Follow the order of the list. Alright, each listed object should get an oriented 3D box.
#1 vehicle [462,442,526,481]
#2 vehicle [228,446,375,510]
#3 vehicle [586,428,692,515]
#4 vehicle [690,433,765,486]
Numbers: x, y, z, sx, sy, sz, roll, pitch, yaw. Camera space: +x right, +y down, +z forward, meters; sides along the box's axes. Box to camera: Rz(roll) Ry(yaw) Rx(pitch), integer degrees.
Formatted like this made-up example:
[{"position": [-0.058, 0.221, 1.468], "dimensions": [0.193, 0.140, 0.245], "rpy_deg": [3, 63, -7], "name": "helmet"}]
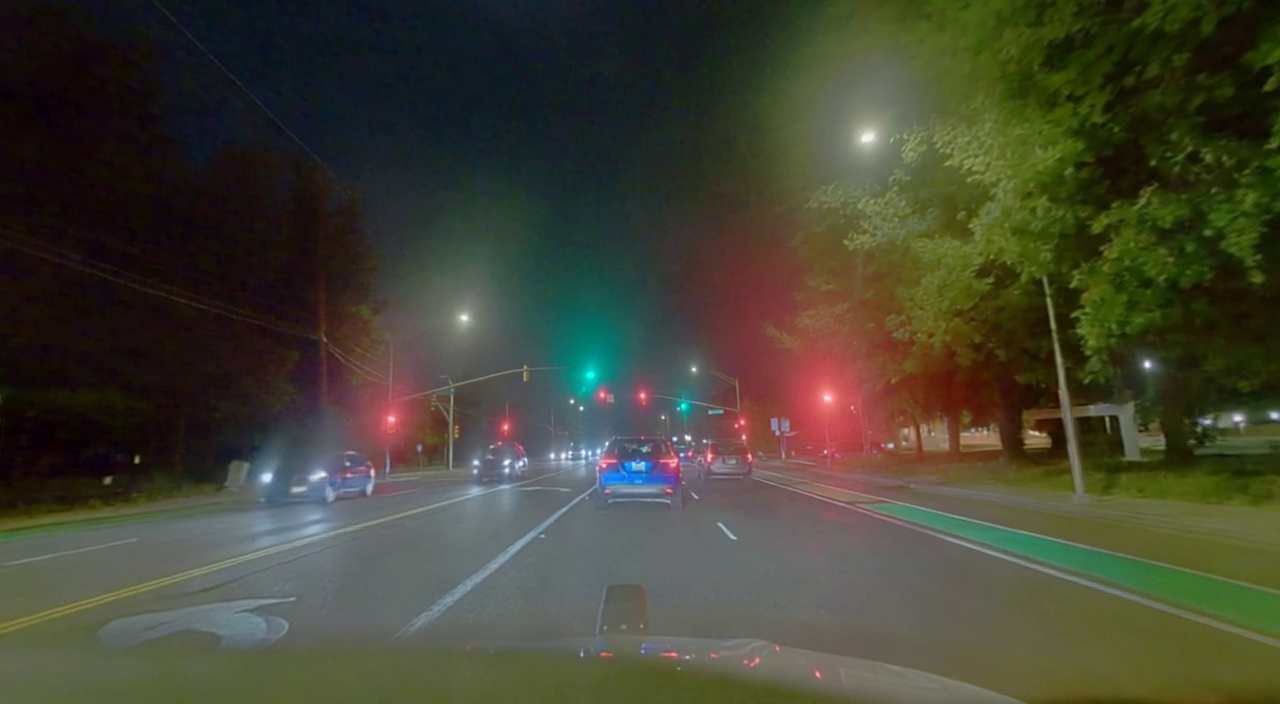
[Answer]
[{"position": [-6.943, 5.237, 30.451], "dimensions": [2.005, 1.729, 4.293], "rpy_deg": [0, -8, 0], "name": "vehicle"}, {"position": [-9.947, 3.692, 19.023], "dimensions": [1.886, 1.666, 4.575], "rpy_deg": [0, -8, 0], "name": "vehicle"}, {"position": [-0.012, 2.688, 14.652], "dimensions": [2.109, 1.730, 3.963], "rpy_deg": [0, -8, 0], "name": "vehicle"}, {"position": [3.231, 4.081, 24.249], "dimensions": [2.189, 1.815, 4.495], "rpy_deg": [0, -8, 0], "name": "vehicle"}]
